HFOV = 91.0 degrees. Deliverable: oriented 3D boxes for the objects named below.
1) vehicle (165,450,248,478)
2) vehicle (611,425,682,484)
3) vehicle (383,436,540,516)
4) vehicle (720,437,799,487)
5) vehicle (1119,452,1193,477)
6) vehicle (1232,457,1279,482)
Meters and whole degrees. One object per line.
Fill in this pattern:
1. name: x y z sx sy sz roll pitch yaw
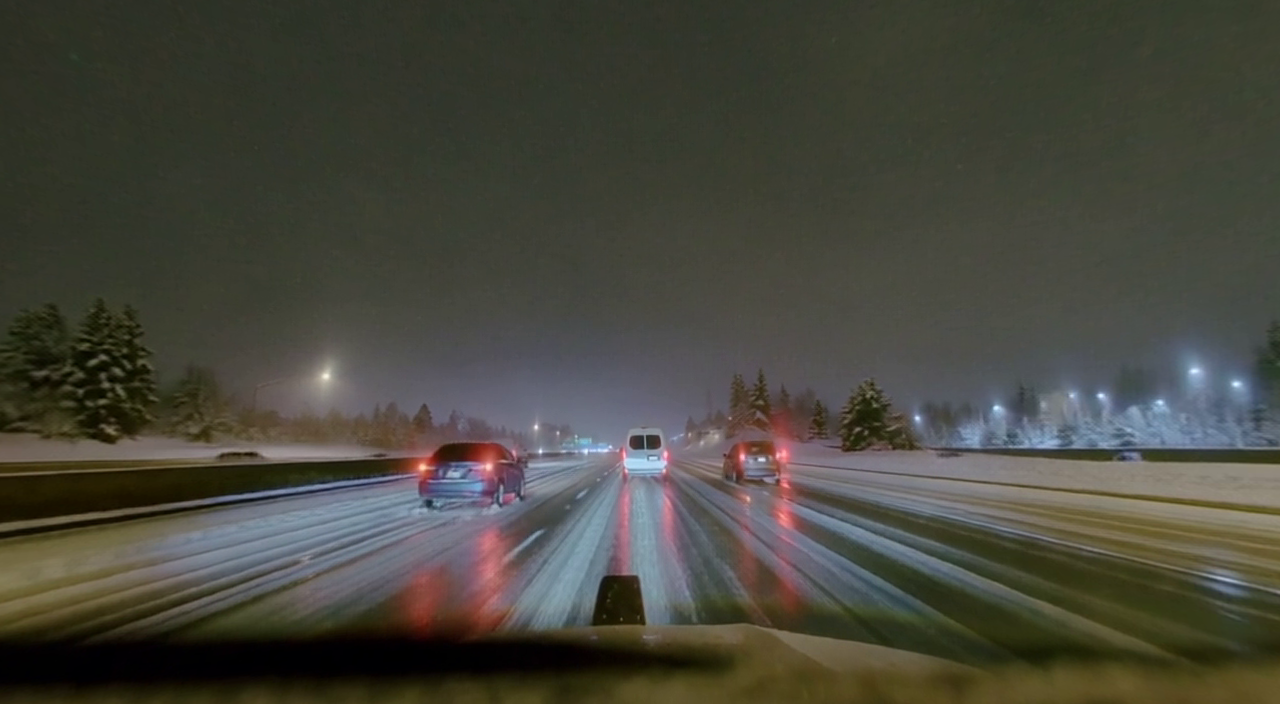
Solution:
1. vehicle: -26.974 6.937 39.412 1.860 1.613 4.563 0 -9 1
2. vehicle: 0.243 4.003 24.726 2.509 2.062 4.639 0 -9 0
3. vehicle: -3.861 2.782 14.711 2.173 1.542 4.781 0 -9 1
4. vehicle: 4.366 4.077 23.749 2.146 1.678 4.489 0 -9 1
5. vehicle: 40.091 8.722 48.995 3.747 1.473 2.058 -7 -8 10
6. vehicle: 38.468 7.047 37.936 3.634 1.431 1.740 -1 -9 7
